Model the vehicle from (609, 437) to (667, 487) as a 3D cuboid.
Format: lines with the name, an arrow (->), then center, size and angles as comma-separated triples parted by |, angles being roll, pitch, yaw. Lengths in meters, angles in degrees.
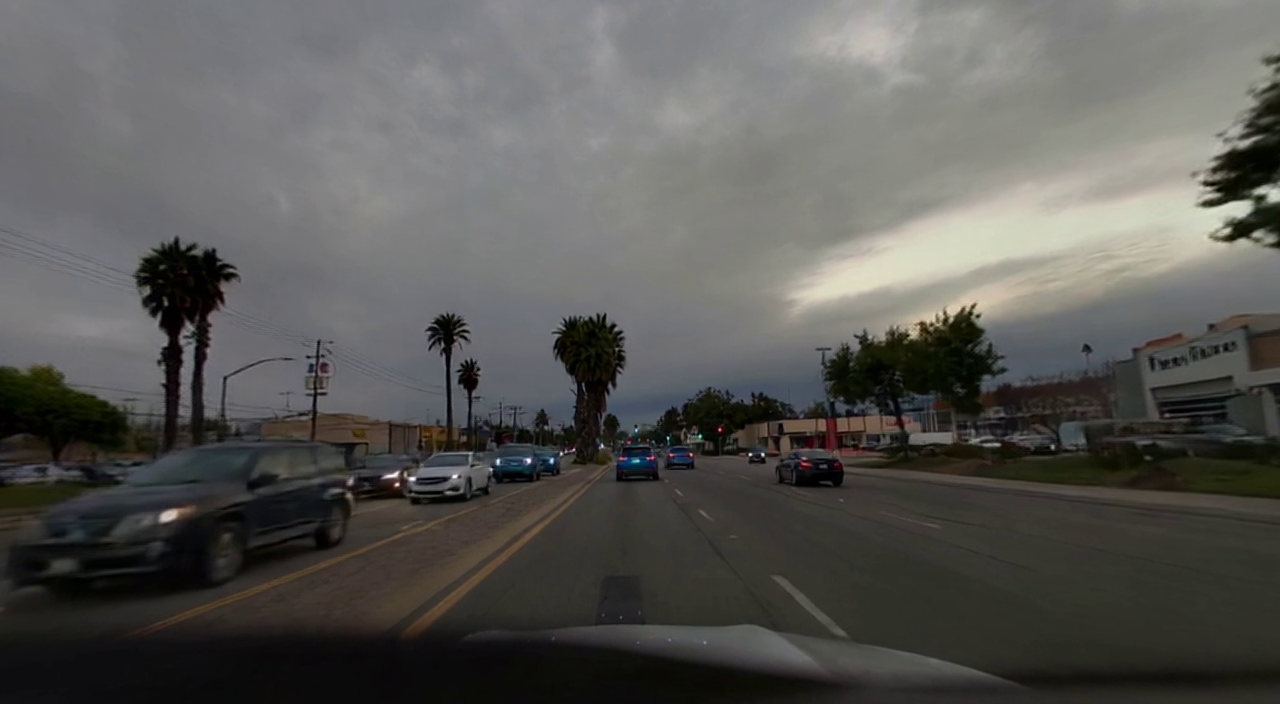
vehicle -> -0.122, 4.360, 25.373 | 2.151, 1.787, 4.109 | 0, -8, -1

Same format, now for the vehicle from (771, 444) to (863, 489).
vehicle -> 6.275, 4.093, 22.938 | 1.944, 1.447, 4.309 | 0, -8, -2

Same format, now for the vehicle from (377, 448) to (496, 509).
vehicle -> -5.656, 3.538, 18.233 | 2.017, 1.463, 4.384 | -2, -8, 0

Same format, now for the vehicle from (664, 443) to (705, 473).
vehicle -> 2.663, 6.474, 39.006 | 2.112, 1.710, 4.234 | 0, -8, -1

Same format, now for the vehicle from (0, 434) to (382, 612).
vehicle -> -5.082, 1.828, 7.713 | 2.036, 1.541, 4.107 | -1, -8, 1

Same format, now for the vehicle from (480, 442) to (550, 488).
vehicle -> -5.247, 4.780, 27.192 | 2.160, 1.769, 4.494 | 0, -8, -1
